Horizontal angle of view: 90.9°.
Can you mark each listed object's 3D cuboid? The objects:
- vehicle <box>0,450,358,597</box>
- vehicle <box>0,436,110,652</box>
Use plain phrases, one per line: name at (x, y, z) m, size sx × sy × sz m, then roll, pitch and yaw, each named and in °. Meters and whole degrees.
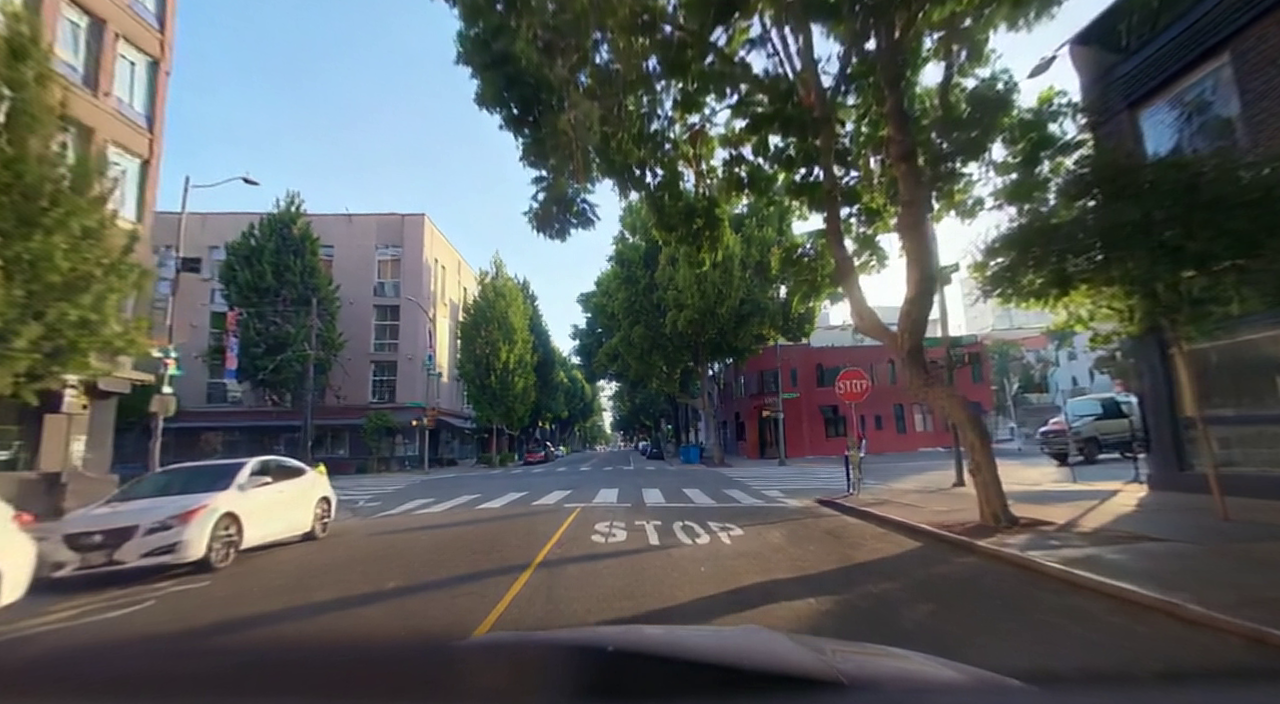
vehicle at (-5.910, 2.126, 8.803) m, size 1.874 × 1.460 × 4.495 m, roll 0°, pitch -8°, yaw 0°
vehicle at (-5.806, 1.267, 3.432) m, size 1.901 × 1.631 × 4.570 m, roll 0°, pitch -8°, yaw -1°
